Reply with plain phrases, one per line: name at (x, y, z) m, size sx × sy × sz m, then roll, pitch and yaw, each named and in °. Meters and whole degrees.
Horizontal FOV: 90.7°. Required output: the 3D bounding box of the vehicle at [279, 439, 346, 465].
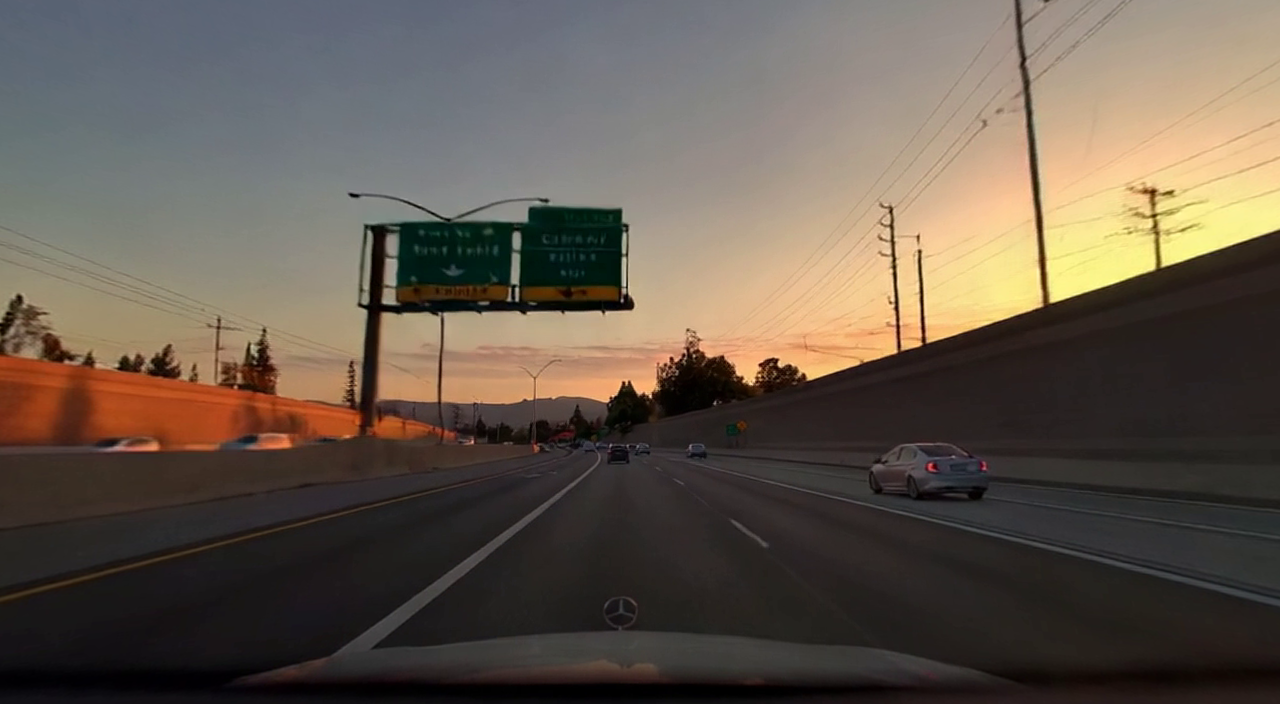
vehicle at (-20.093, 6.169, 39.045) m, size 1.849 × 1.498 × 4.484 m, roll 0°, pitch -8°, yaw -2°

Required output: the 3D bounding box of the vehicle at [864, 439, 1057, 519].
vehicle at (6.622, 2.639, 13.717) m, size 1.876 × 1.451 × 4.154 m, roll 0°, pitch -9°, yaw -2°

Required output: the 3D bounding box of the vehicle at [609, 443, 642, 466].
vehicle at (-1.036, 6.973, 43.215) m, size 2.109 × 1.489 × 4.027 m, roll 0°, pitch -8°, yaw -2°

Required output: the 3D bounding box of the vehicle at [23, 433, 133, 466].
vehicle at (-31.246, 5.452, 35.396) m, size 2.036 × 1.697 × 4.566 m, roll 0°, pitch -9°, yaw -1°

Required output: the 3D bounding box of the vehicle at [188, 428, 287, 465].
vehicle at (-24.057, 5.715, 38.202) m, size 2.310 × 2.019 × 5.765 m, roll 0°, pitch -9°, yaw -2°
